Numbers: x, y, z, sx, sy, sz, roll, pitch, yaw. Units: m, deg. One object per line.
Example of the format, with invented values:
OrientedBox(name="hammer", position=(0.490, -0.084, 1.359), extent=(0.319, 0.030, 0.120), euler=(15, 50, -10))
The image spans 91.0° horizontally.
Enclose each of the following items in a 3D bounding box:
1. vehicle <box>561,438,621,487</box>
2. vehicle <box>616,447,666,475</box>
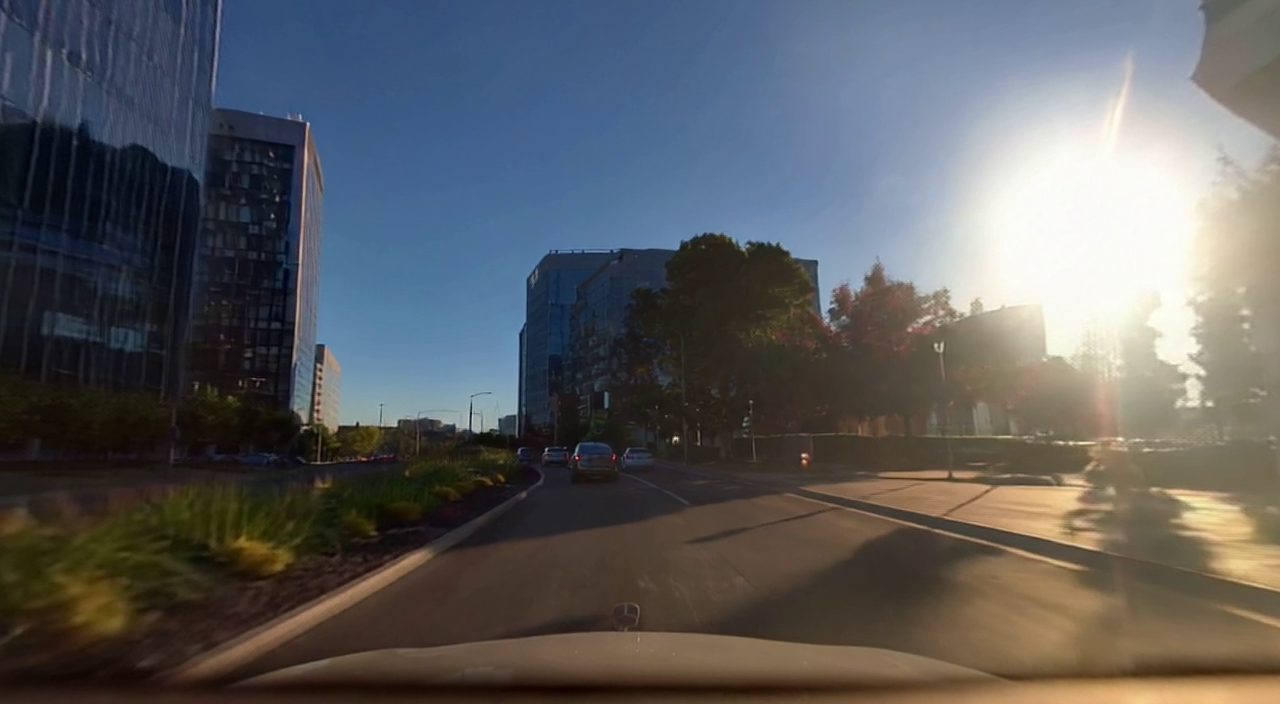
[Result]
OrientedBox(name="vehicle", position=(-2.055, 4.380, 25.262), extent=(2.173, 1.761, 4.374), euler=(1, -9, -7))
OrientedBox(name="vehicle", position=(-0.028, 6.279, 36.364), extent=(2.116, 1.506, 4.355), euler=(2, -9, -10))
